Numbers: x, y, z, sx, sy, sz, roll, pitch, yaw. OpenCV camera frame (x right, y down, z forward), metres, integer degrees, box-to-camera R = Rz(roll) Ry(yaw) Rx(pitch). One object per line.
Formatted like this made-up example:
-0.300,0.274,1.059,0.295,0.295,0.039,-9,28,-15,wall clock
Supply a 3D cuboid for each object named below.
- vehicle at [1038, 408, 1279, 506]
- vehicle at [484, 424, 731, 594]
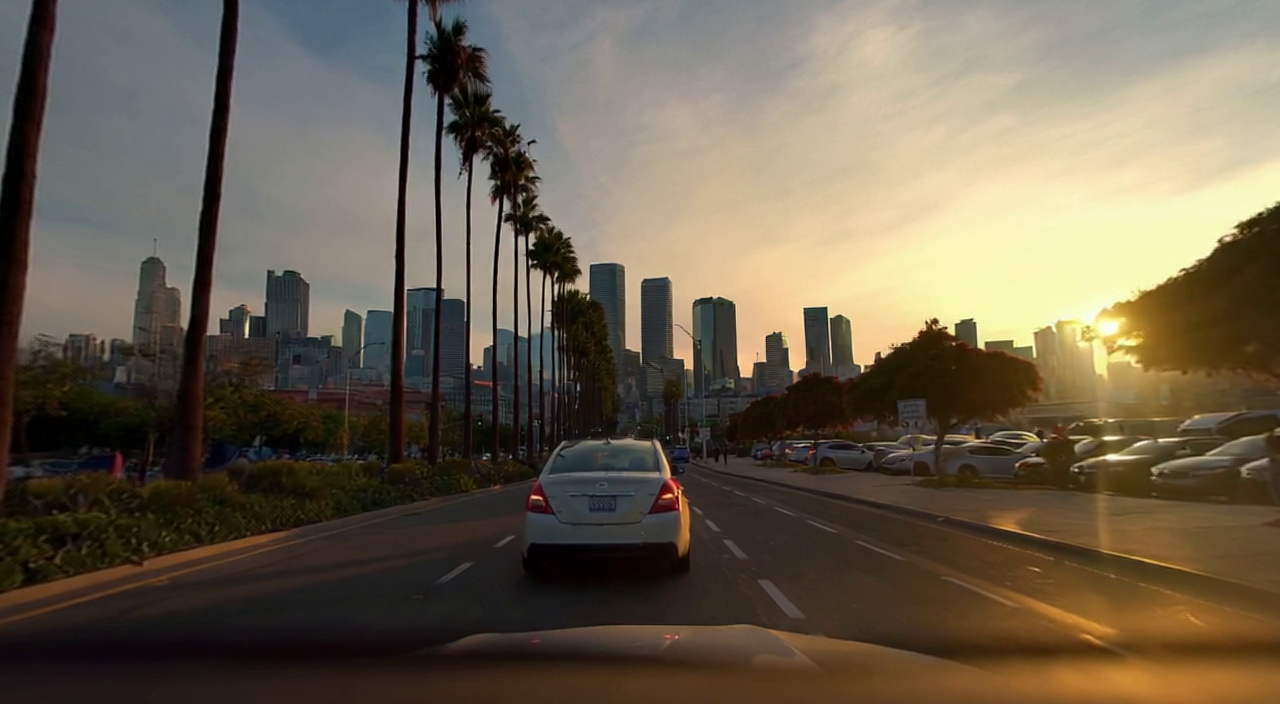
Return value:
12.887,2.407,14.763,5.301,1.962,2.431,-3,-8,4,vehicle
-0.281,1.725,7.728,2.235,1.528,3.876,0,-9,0,vehicle
